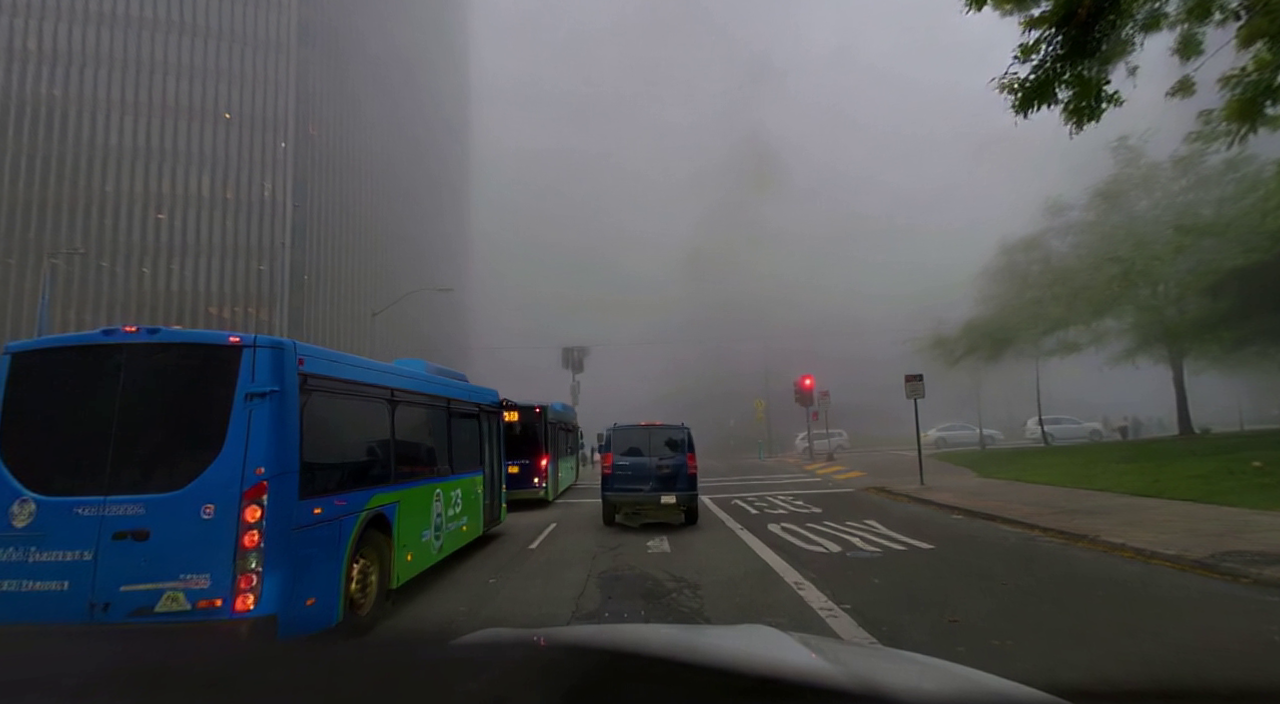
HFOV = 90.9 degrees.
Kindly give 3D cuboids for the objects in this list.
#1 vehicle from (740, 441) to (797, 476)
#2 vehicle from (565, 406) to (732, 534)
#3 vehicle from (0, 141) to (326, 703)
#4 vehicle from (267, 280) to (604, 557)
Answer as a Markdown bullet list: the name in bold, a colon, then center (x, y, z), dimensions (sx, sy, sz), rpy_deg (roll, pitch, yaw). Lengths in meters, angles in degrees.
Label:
- **vehicle**: center (6.128, 5.101, 30.481), dimensions (1.919, 1.529, 4.059), rpy_deg (0, -9, 0)
- **vehicle**: center (0.140, 2.109, 11.736), dimensions (2.500, 1.912, 4.270), rpy_deg (0, -9, 0)
- **vehicle**: center (-2.753, 0.335, 0.218), dimensions (2.329, 2.089, 5.659), rpy_deg (0, -9, 0)
- **vehicle**: center (-2.886, 1.798, 14.633), dimensions (3.042, 3.445, 13.615), rpy_deg (0, -9, 1)
